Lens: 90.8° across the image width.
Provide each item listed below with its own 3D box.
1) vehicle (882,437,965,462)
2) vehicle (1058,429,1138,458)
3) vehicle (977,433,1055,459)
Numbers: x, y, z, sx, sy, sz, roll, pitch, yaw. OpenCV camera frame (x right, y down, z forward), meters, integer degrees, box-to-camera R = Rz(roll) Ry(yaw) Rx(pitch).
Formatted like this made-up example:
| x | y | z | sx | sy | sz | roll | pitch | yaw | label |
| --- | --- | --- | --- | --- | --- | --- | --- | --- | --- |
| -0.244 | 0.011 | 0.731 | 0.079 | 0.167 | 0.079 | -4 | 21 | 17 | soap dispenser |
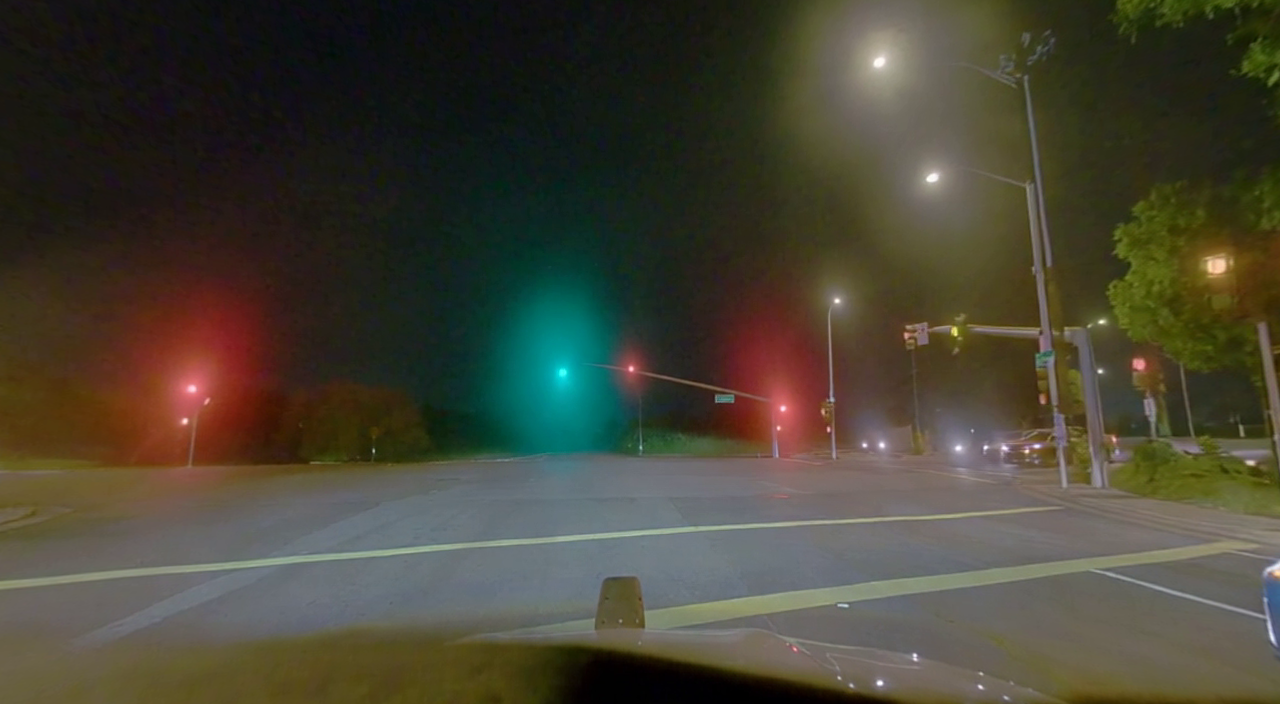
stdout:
| x | y | z | sx | sy | sz | roll | pitch | yaw | label |
| --- | --- | --- | --- | --- | --- | --- | --- | --- | --- |
| 18.694 | 6.425 | 41.621 | 5.234 | 1.549 | 1.982 | 4 | -9 | -24 | vehicle |
| 36.104 | 7.210 | 49.747 | 6.148 | 2.119 | 2.473 | 4 | -10 | -28 | vehicle |
| 26.958 | 6.733 | 45.263 | 5.032 | 1.828 | 2.183 | 4 | -9 | -24 | vehicle |
